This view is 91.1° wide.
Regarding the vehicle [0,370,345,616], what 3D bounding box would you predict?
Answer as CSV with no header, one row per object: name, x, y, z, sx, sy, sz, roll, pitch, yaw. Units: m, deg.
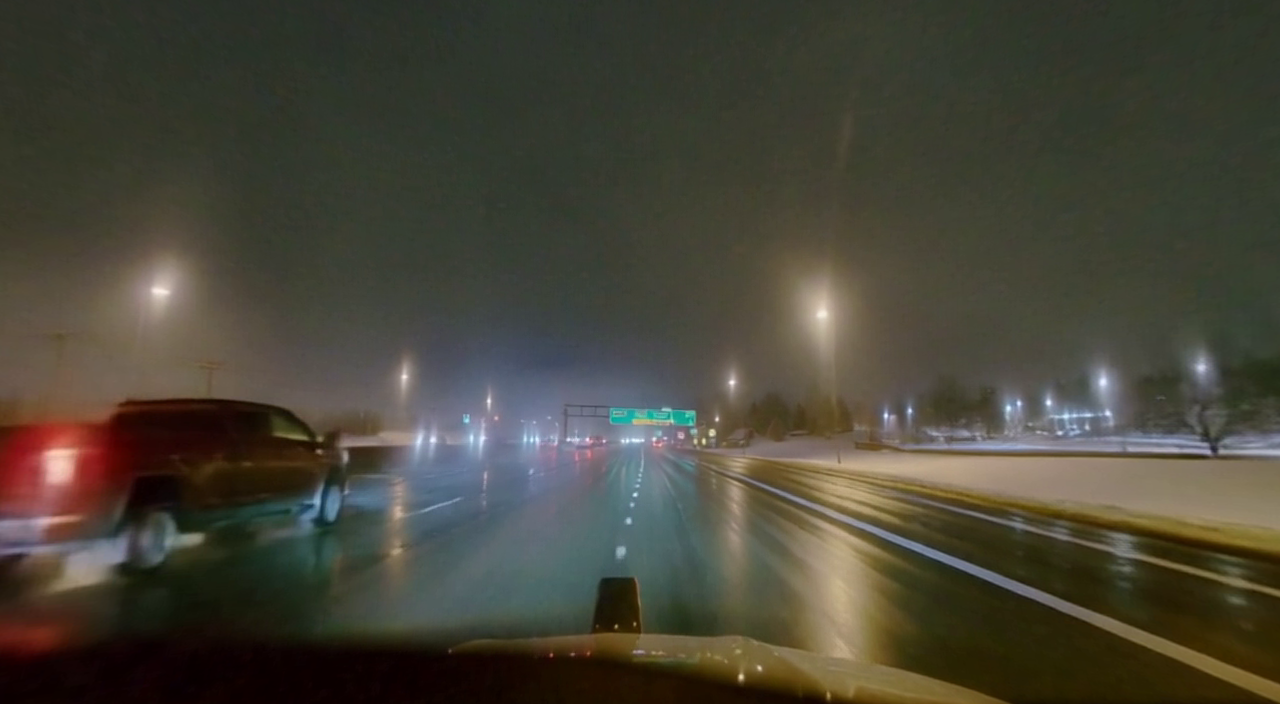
vehicle,-5.520,1.340,6.992,2.119,1.787,4.655,0,-8,1
